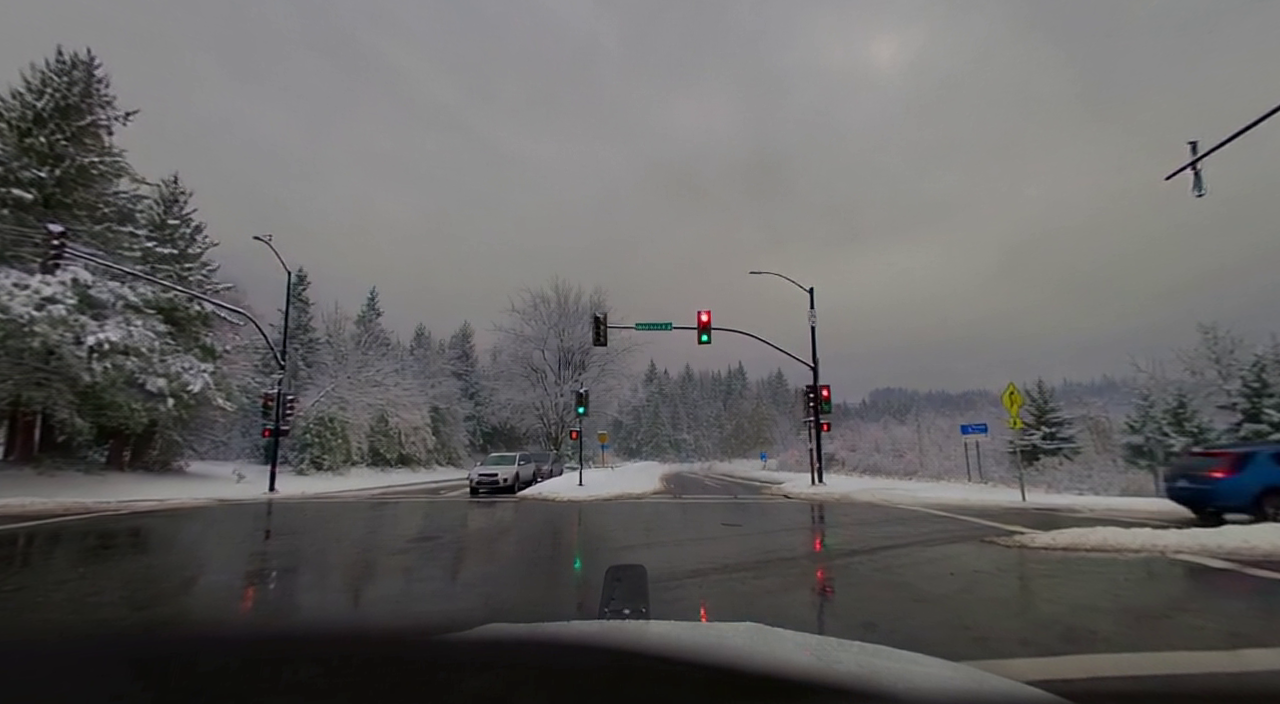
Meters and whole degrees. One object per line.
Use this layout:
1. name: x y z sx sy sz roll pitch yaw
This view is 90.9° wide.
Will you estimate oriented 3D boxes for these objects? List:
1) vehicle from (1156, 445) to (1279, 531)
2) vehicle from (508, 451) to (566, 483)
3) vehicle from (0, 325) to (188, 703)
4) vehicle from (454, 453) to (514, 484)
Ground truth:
1. vehicle: 12.964 2.558 12.192 4.404 1.486 1.841 0 -8 -3
2. vehicle: -5.237 5.933 32.850 2.107 1.456 4.728 0 -8 2
3. vehicle: -3.480 0.586 0.896 2.242 1.761 4.505 0 -8 1
4. vehicle: -8.034 6.017 32.807 1.960 1.433 4.213 0 -8 1
